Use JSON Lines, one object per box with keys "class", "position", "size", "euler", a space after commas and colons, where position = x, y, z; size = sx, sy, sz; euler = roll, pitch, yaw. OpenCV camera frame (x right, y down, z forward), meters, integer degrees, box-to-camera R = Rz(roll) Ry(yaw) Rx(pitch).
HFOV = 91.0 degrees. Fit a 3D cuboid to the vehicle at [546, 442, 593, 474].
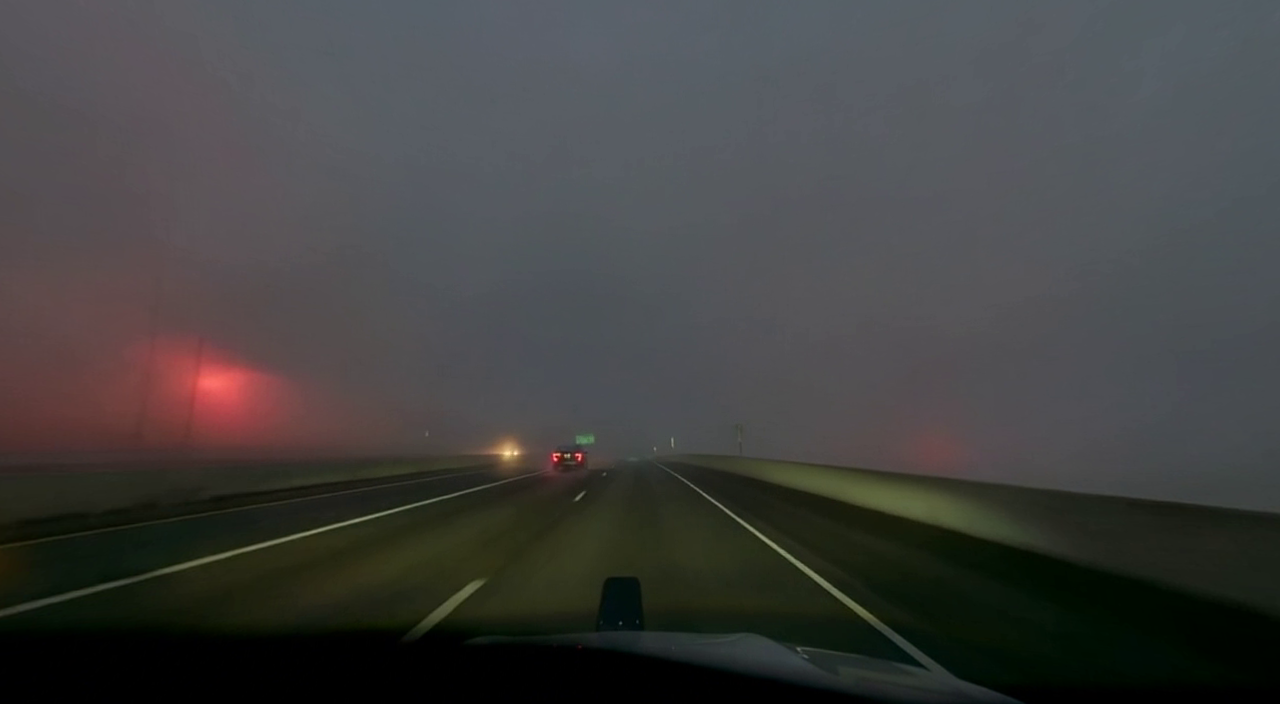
{"class": "vehicle", "position": [-3.934, 5.994, 35.713], "size": [2.133, 1.683, 4.340], "euler": [0, -9, 0]}
